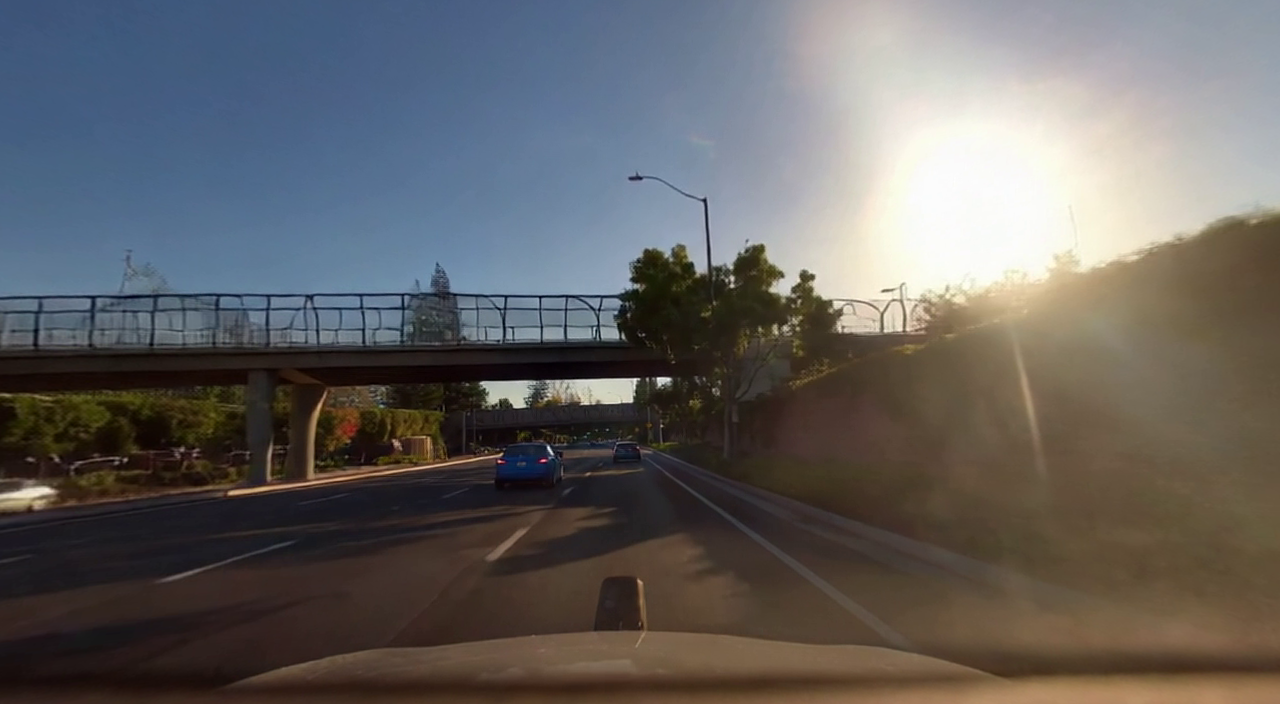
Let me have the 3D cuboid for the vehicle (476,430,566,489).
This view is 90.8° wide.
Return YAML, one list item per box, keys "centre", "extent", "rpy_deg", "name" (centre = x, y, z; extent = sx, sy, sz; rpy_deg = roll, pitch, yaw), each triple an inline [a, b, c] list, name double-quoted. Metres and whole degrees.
- centre: [-3.869, 3.580, 21.391]
  extent: [2.223, 1.771, 4.581]
  rpy_deg: [0, -8, -1]
  name: "vehicle"

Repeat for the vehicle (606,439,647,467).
- centre: [-0.818, 5.708, 35.860]
  extent: [2.205, 1.509, 4.272]
  rpy_deg: [0, -8, -3]
  name: "vehicle"
